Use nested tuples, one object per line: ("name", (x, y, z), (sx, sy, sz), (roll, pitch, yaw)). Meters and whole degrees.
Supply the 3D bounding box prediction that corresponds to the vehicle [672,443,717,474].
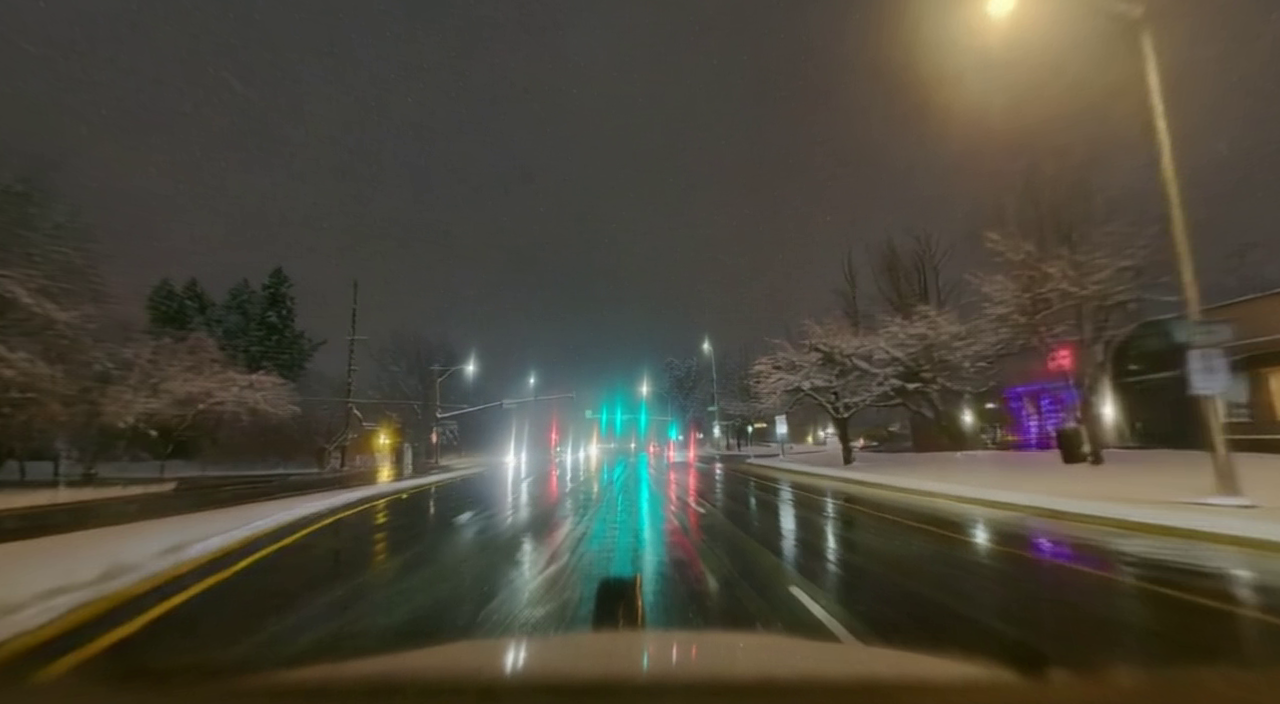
("vehicle", (2.910, 5.749, 34.372), (1.961, 1.580, 4.020), (0, -8, -2))
